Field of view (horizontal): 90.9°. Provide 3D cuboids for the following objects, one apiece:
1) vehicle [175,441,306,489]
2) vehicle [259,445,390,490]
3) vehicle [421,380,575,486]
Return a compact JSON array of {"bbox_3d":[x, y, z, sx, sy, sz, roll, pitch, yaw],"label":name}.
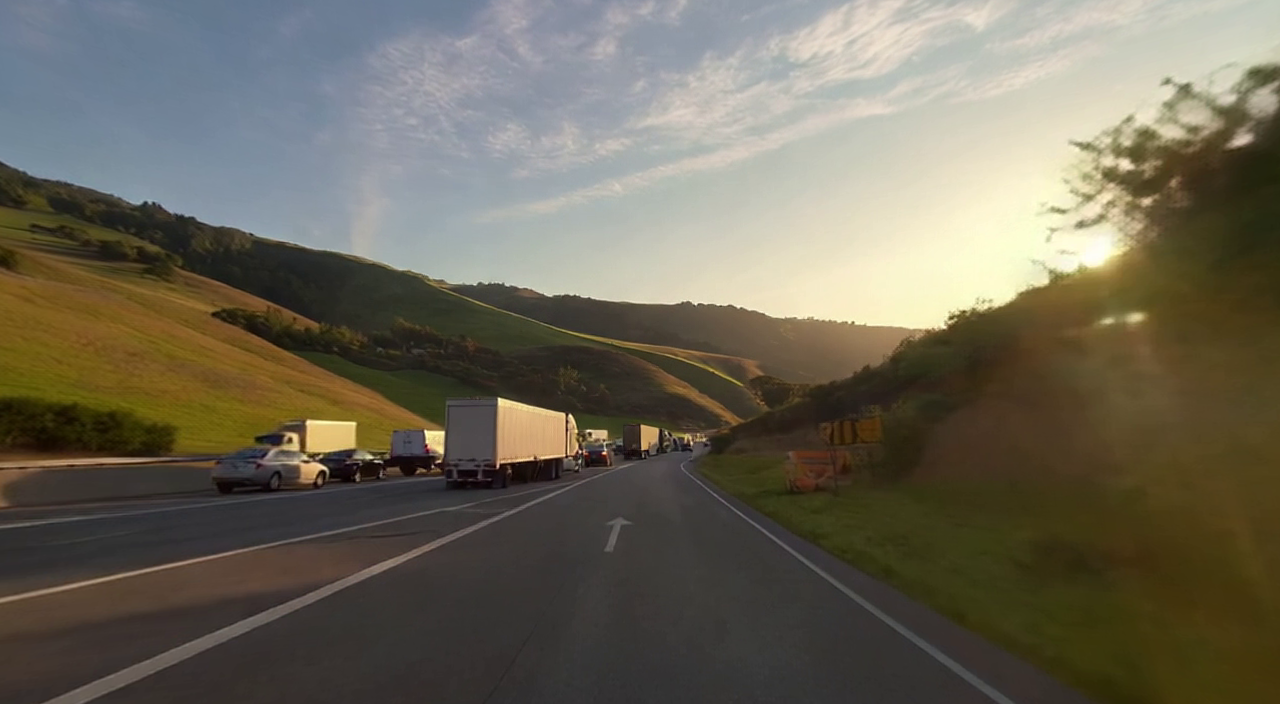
[{"bbox_3d":[-15.509,4.399,24.799,1.943,1.662,4.283,-1,-9,8],"label":"vehicle"},{"bbox_3d":[-11.680,4.292,23.794,1.925,1.493,4.864,-1,-9,8],"label":"vehicle"},{"bbox_3d":[-6.239,4.247,31.636,2.848,4.067,14.314,-1,-9,7],"label":"vehicle"}]
